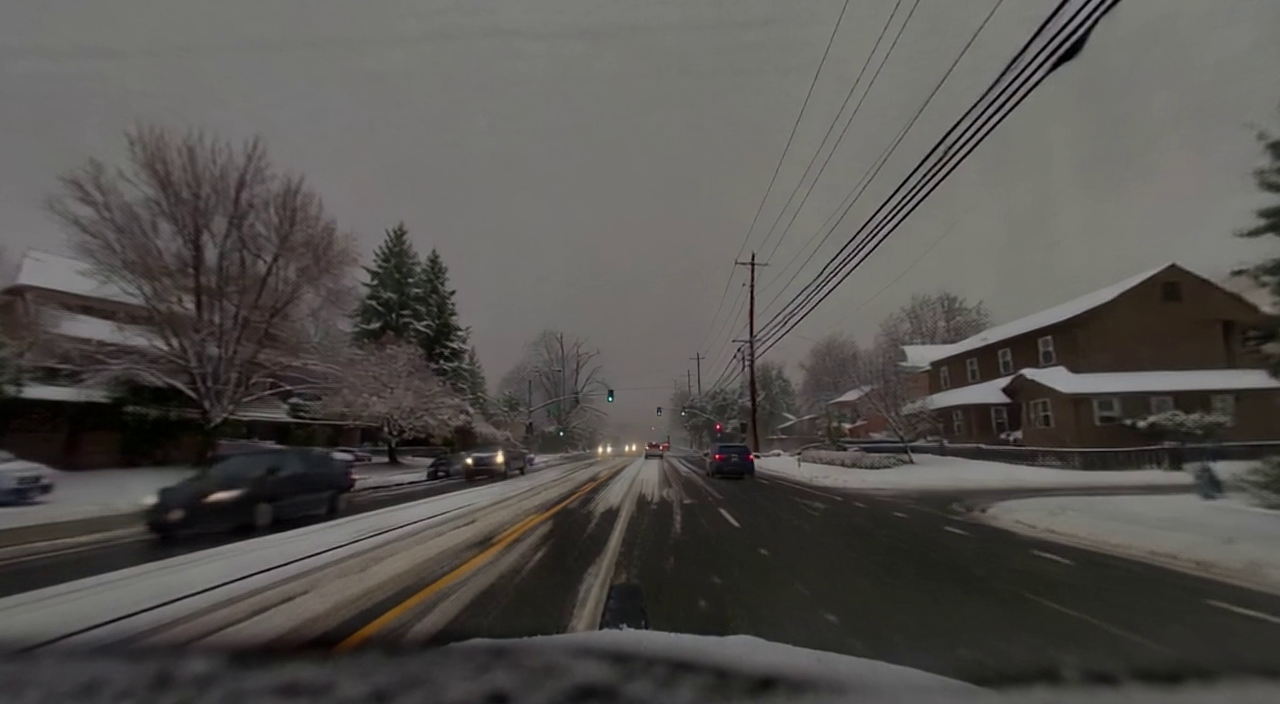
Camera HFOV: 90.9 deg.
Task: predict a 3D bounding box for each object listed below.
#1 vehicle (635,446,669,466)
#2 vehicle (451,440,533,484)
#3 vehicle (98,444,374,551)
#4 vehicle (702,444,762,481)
[{"bbox_3d":[0.852,7.379,44.875,2.298,1.359,4.081,0,-8,1],"label":"vehicle"},{"bbox_3d":[-6.636,4.993,28.982,2.303,1.789,5.423,-1,-8,2],"label":"vehicle"},{"bbox_3d":[-7.042,2.522,11.786,1.997,1.566,4.637,0,-8,1],"label":"vehicle"},{"bbox_3d":[3.914,4.755,27.519,1.951,1.479,4.487,0,-8,0],"label":"vehicle"}]
